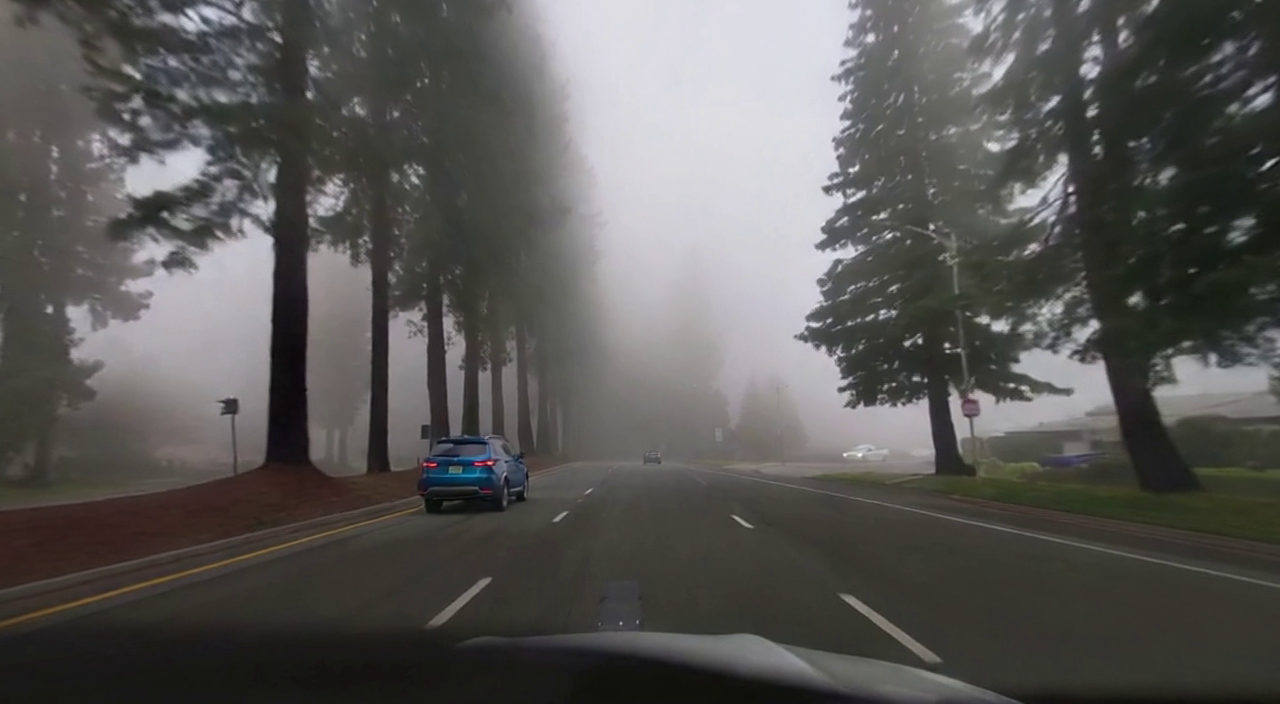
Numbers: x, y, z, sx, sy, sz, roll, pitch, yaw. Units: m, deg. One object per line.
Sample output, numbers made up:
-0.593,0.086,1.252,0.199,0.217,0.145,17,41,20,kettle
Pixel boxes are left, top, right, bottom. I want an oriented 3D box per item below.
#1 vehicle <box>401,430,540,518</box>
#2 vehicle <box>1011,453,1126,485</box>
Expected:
-3.744,2.777,14.899,2.078,1.748,4.279,0,-8,0,vehicle
20.909,5.706,30.996,4.145,1.418,1.988,-1,-9,8,vehicle
